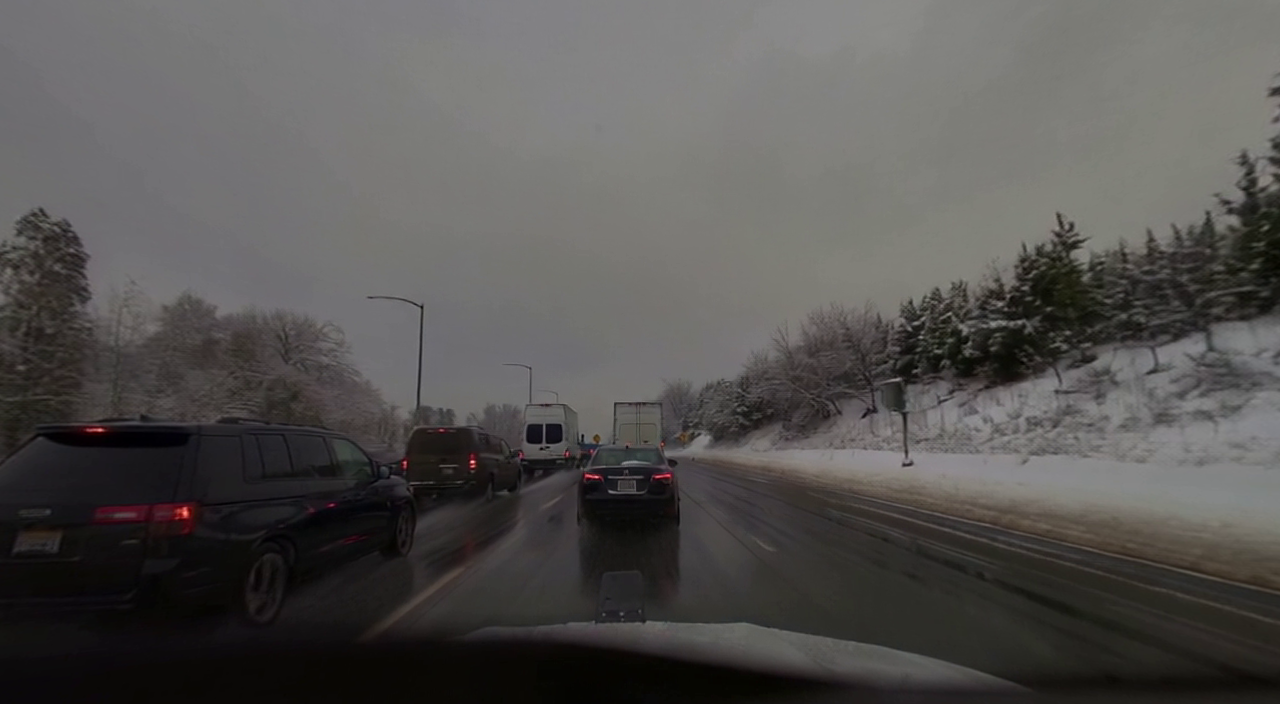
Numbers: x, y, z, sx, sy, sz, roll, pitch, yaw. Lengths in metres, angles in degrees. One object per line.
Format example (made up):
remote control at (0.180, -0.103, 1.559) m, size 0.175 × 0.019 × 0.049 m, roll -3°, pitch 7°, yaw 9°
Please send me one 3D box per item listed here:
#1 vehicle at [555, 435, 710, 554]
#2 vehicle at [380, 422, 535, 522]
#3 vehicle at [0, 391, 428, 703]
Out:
vehicle at (-0.095, 2.106, 9.894) m, size 1.995 × 1.495 × 3.380 m, roll 0°, pitch -9°, yaw 0°
vehicle at (-3.920, 2.689, 14.574) m, size 2.055 × 1.913 × 4.584 m, roll -1°, pitch -9°, yaw 2°
vehicle at (-3.669, 1.384, 5.573) m, size 2.029 × 1.656 × 4.437 m, roll 0°, pitch -9°, yaw 0°
